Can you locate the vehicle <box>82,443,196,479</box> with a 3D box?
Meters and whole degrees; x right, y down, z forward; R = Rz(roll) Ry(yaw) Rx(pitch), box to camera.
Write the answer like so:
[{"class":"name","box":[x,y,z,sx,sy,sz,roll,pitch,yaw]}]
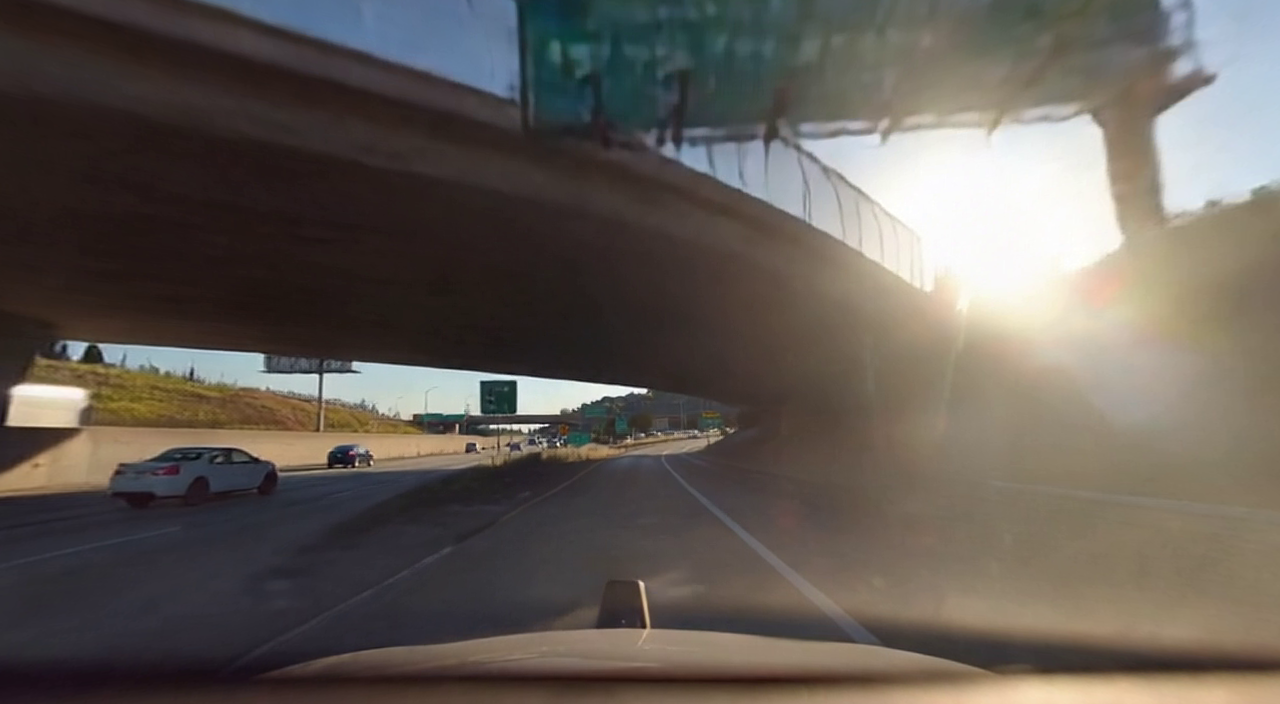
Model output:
[{"class":"vehicle","box":[-27.406,5.947,34.752,2.220,1.806,5.471,1,-8,-6]}]
